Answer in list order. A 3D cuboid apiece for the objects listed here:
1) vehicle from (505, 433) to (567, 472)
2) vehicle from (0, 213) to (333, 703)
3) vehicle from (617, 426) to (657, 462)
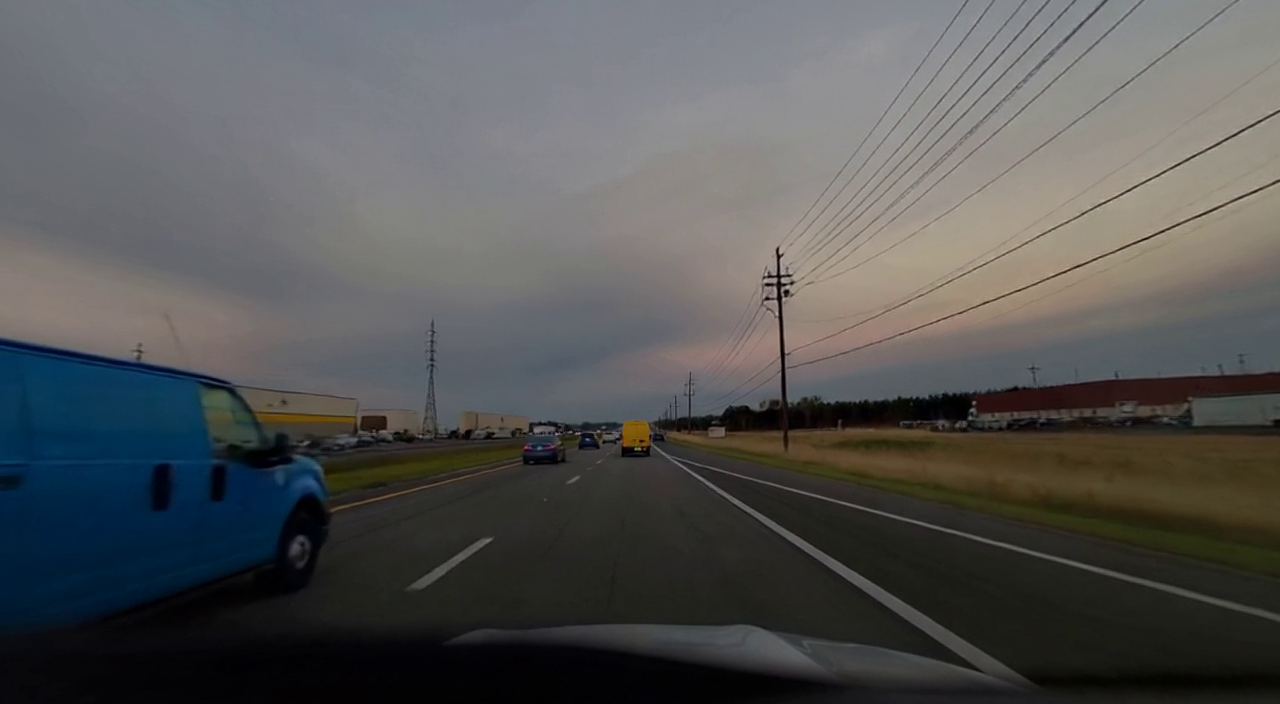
[{"bbox_3d":[-4.505,4.399,27.860,2.058,1.557,4.125,0,-8,0],"label":"vehicle"},{"bbox_3d":[-4.136,0.607,3.070,2.388,2.410,5.787,0,-8,-1],"label":"vehicle"},{"bbox_3d":[-0.198,5.470,37.471,2.213,1.997,4.456,0,-8,-1],"label":"vehicle"}]
